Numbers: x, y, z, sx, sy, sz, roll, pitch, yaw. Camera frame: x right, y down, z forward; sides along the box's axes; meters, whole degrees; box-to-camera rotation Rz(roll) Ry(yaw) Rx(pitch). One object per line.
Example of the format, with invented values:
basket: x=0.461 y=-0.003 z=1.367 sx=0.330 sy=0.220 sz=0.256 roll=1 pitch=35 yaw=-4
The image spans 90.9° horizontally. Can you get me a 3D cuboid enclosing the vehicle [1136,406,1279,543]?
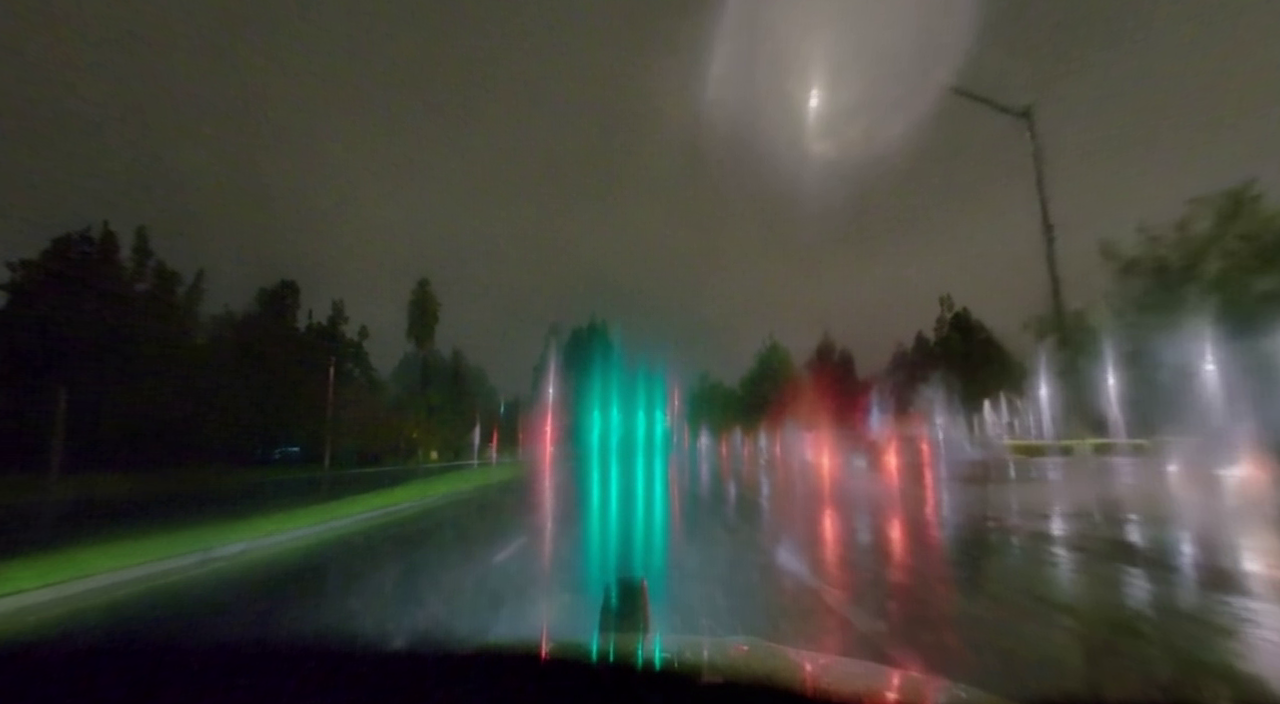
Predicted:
vehicle: x=10.813 y=1.807 z=9.631 sx=4.653 sy=1.825 sz=2.099 roll=0 pitch=-8 yaw=-1

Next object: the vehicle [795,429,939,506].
vehicle: x=5.579 y=2.884 z=16.248 sx=2.057 sy=1.688 sz=4.596 roll=0 pitch=-8 yaw=1
